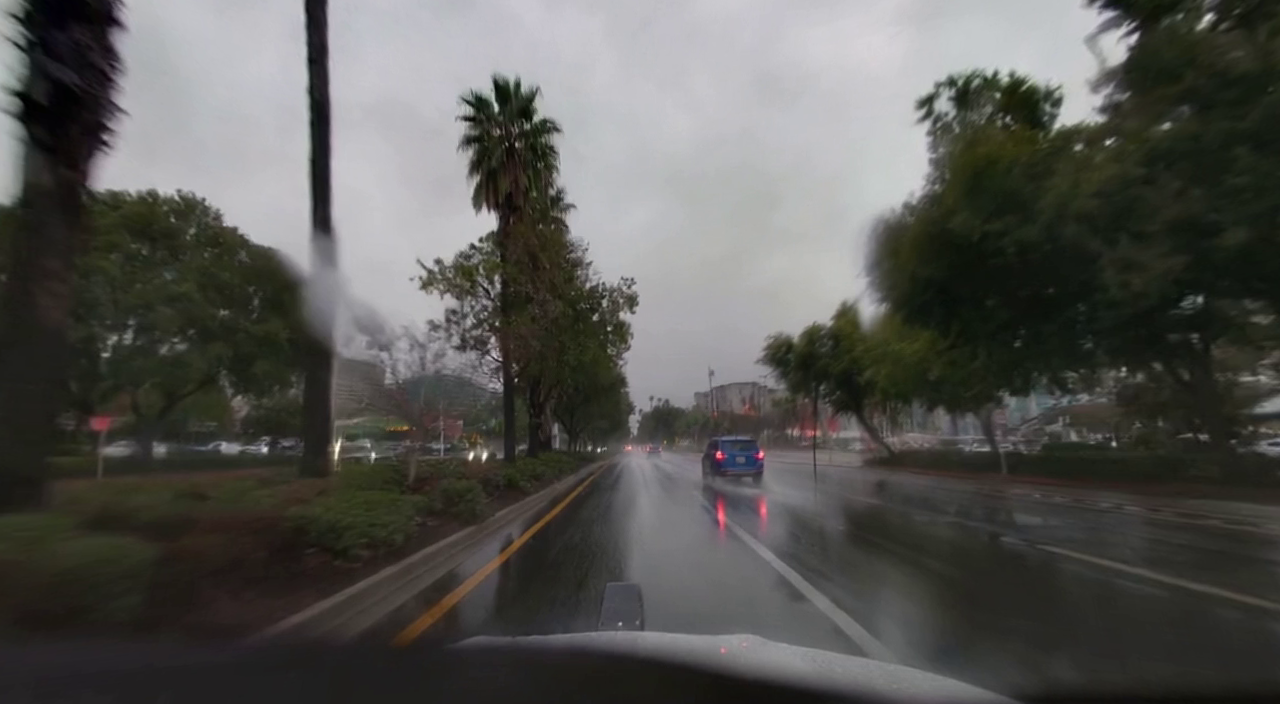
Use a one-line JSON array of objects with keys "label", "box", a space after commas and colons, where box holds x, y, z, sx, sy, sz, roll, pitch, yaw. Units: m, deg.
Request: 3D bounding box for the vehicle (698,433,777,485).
[{"label": "vehicle", "box": [3.423, 3.837, 22.950, 2.072, 1.696, 4.177, 0, -8, -2]}]
